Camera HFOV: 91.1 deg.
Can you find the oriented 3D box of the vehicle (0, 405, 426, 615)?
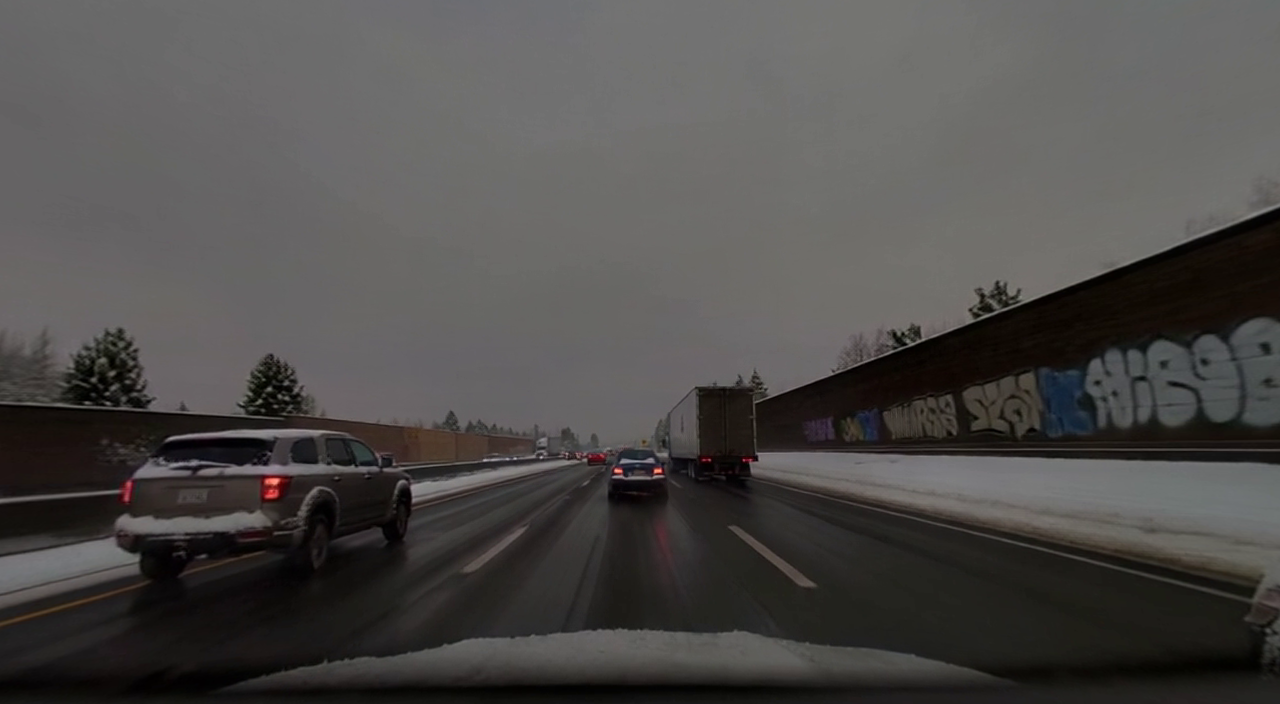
[{"bbox_3d":[-4.456,1.693,7.754,1.988,1.750,4.711,0,-9,-1],"label":"vehicle"}]

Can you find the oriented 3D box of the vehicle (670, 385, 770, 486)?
[{"bbox_3d":[3.559,4.425,32.563,2.902,4.014,14.446,0,-9,-1],"label":"vehicle"}]

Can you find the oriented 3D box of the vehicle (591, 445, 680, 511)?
[{"bbox_3d":[-0.146,3.166,16.358,2.033,1.468,4.015,0,-9,-1],"label":"vehicle"}]

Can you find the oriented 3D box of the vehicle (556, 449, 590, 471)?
[{"bbox_3d":[-4.948,8.044,46.963,2.067,1.481,4.085,0,-9,0],"label":"vehicle"}]
